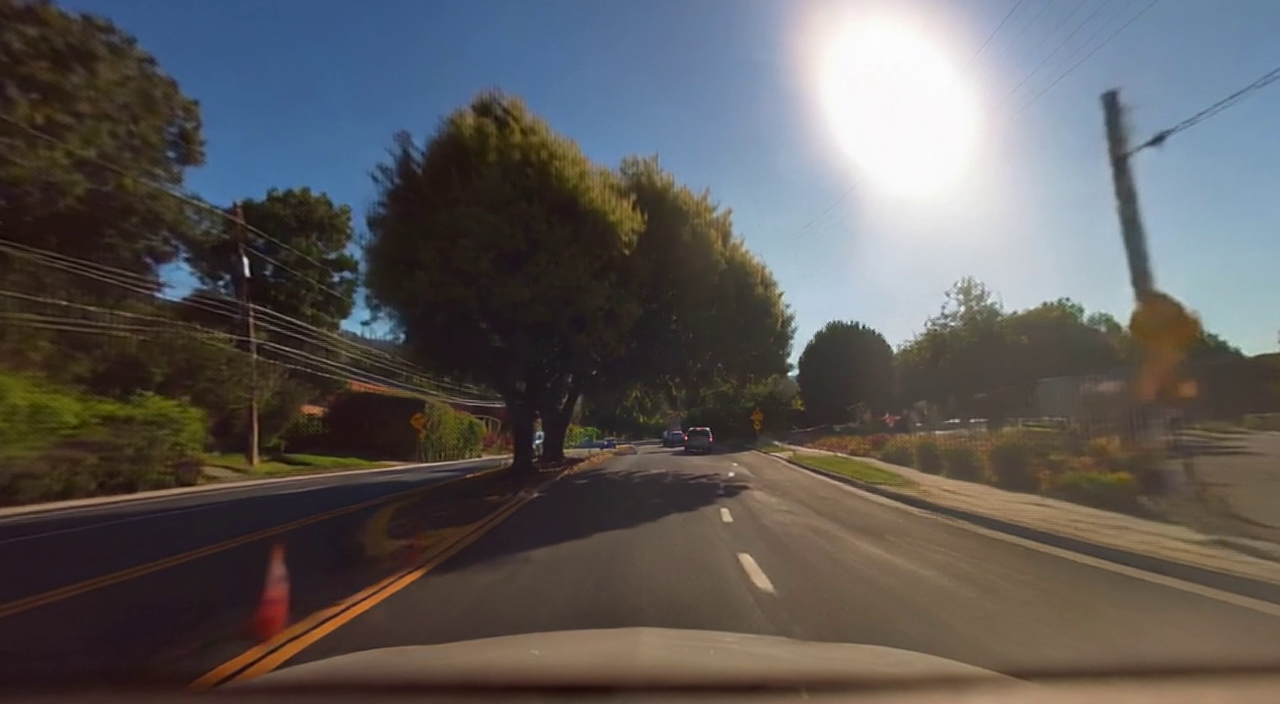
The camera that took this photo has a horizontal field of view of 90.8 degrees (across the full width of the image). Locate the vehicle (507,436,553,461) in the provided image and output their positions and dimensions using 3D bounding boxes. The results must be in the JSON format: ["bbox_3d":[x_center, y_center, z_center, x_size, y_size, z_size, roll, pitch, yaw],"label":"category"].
[{"bbox_3d":[-6.945,6.163,40.390,1.909,1.467,4.579,-1,-9,3],"label":"vehicle"}]
